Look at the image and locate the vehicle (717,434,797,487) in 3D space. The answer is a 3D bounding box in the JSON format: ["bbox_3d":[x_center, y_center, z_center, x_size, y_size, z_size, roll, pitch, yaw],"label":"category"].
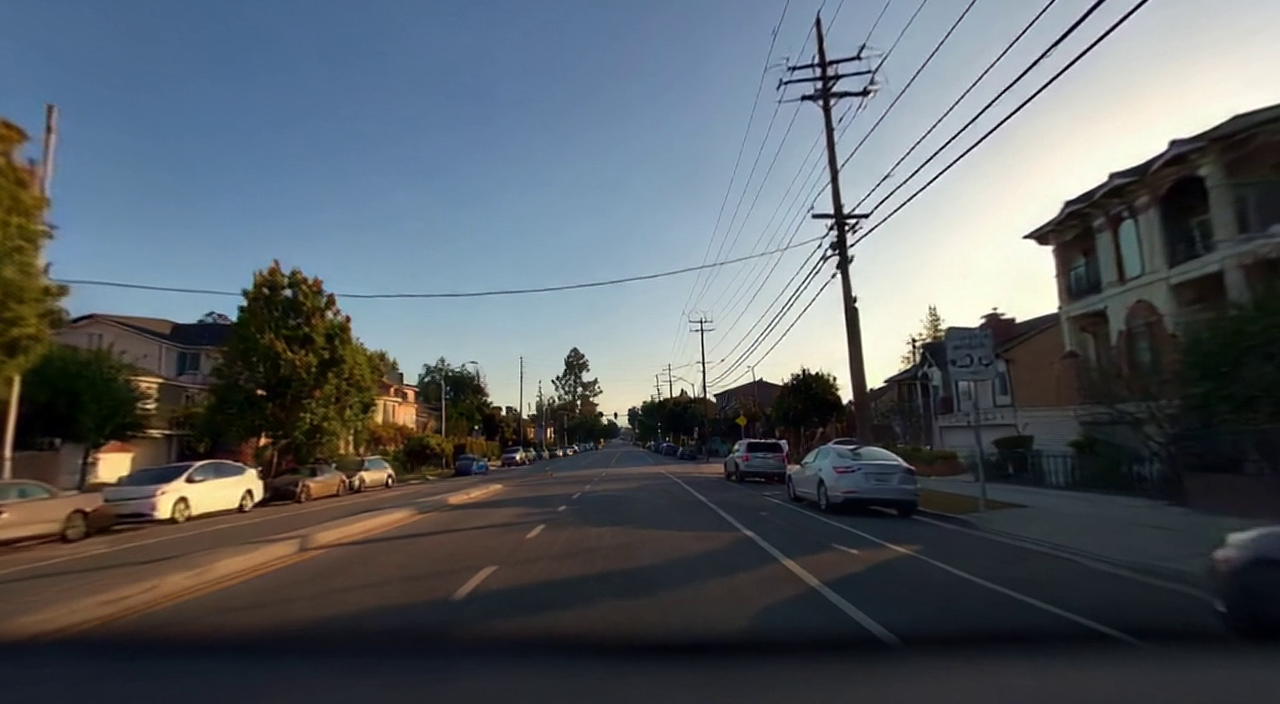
[{"bbox_3d":[4.383,4.127,24.320,2.126,1.802,4.259,0,-9,-2],"label":"vehicle"}]

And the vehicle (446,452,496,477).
[{"bbox_3d":[-11.438,7.641,43.140,1.970,1.523,4.702,-1,-8,2],"label":"vehicle"}]

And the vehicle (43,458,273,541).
[{"bbox_3d":[-11.024,3.343,15.049,1.955,1.522,4.759,0,-8,-4],"label":"vehicle"}]

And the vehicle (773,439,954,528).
[{"bbox_3d":[4.265,2.567,12.976,1.989,1.471,4.460,0,-9,-1],"label":"vehicle"}]

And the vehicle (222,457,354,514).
[{"bbox_3d":[-11.025,4.174,20.222,1.804,1.513,4.450,0,-8,-2],"label":"vehicle"}]
